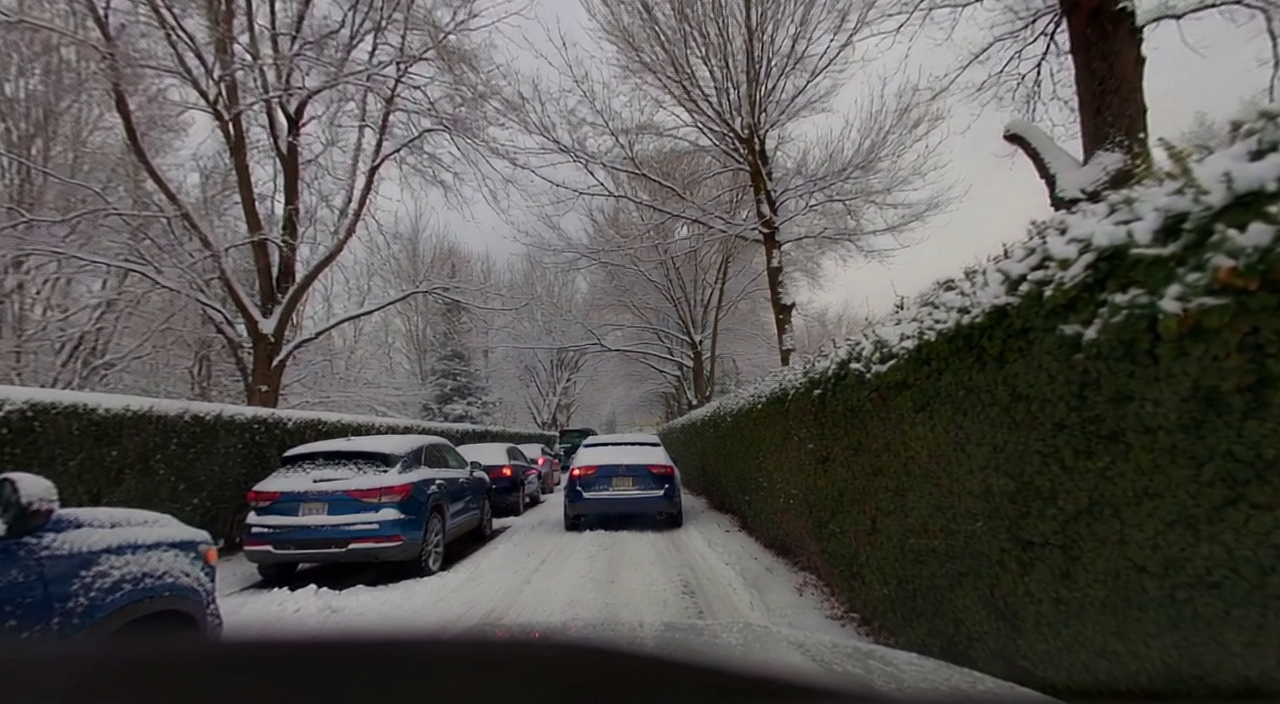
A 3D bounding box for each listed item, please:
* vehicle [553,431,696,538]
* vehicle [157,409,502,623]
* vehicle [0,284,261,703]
[{"bbox_3d":[-0.269,2.316,11.537,2.154,1.581,4.007,0,-9,-1],"label":"vehicle"},{"bbox_3d":[-3.402,1.832,8.053,2.256,1.728,4.421,-6,-8,-2],"label":"vehicle"},{"bbox_3d":[-3.280,0.644,1.001,2.205,1.913,5.327,-5,-8,-2],"label":"vehicle"}]
